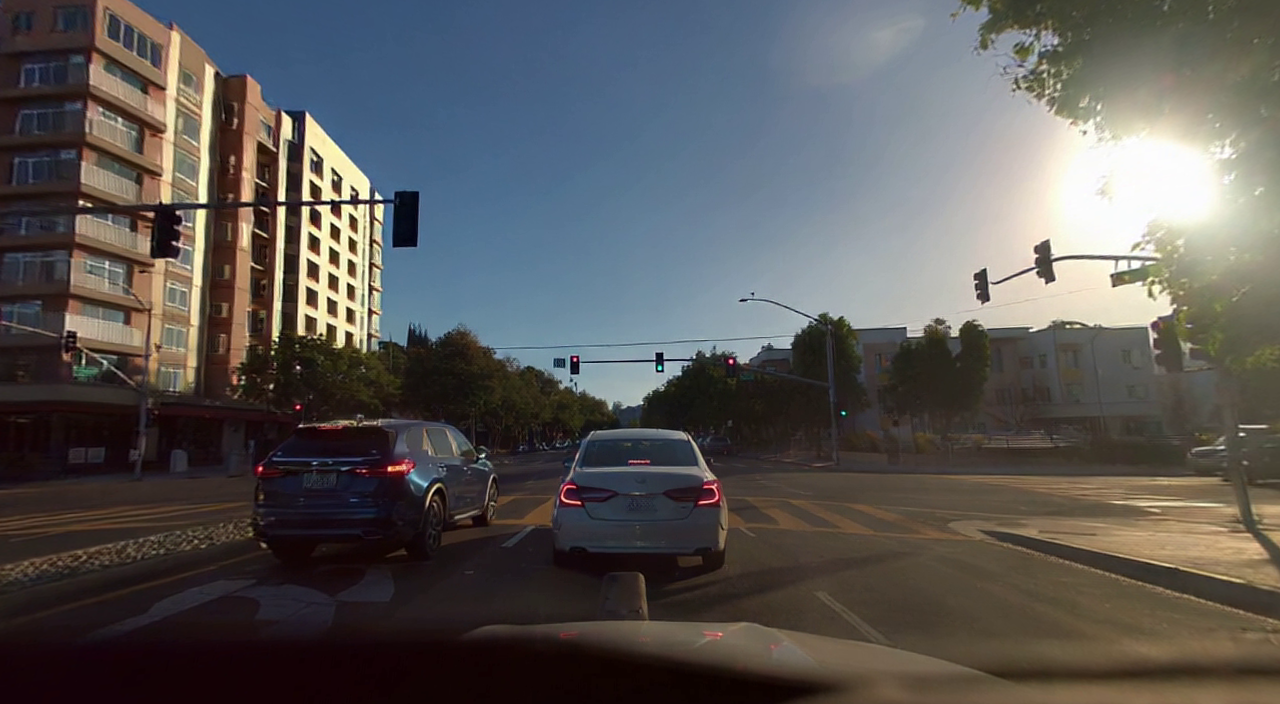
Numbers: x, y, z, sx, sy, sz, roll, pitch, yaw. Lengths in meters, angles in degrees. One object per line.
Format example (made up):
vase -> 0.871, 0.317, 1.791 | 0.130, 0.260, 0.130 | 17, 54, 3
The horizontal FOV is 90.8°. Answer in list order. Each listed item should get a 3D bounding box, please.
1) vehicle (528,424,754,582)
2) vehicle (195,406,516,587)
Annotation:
vehicle -> 0.027, 1.757, 8.145 | 2.190, 1.522, 3.850 | 0, -8, 0
vehicle -> -3.176, 1.709, 8.337 | 2.081, 1.719, 4.434 | 0, -8, 1
